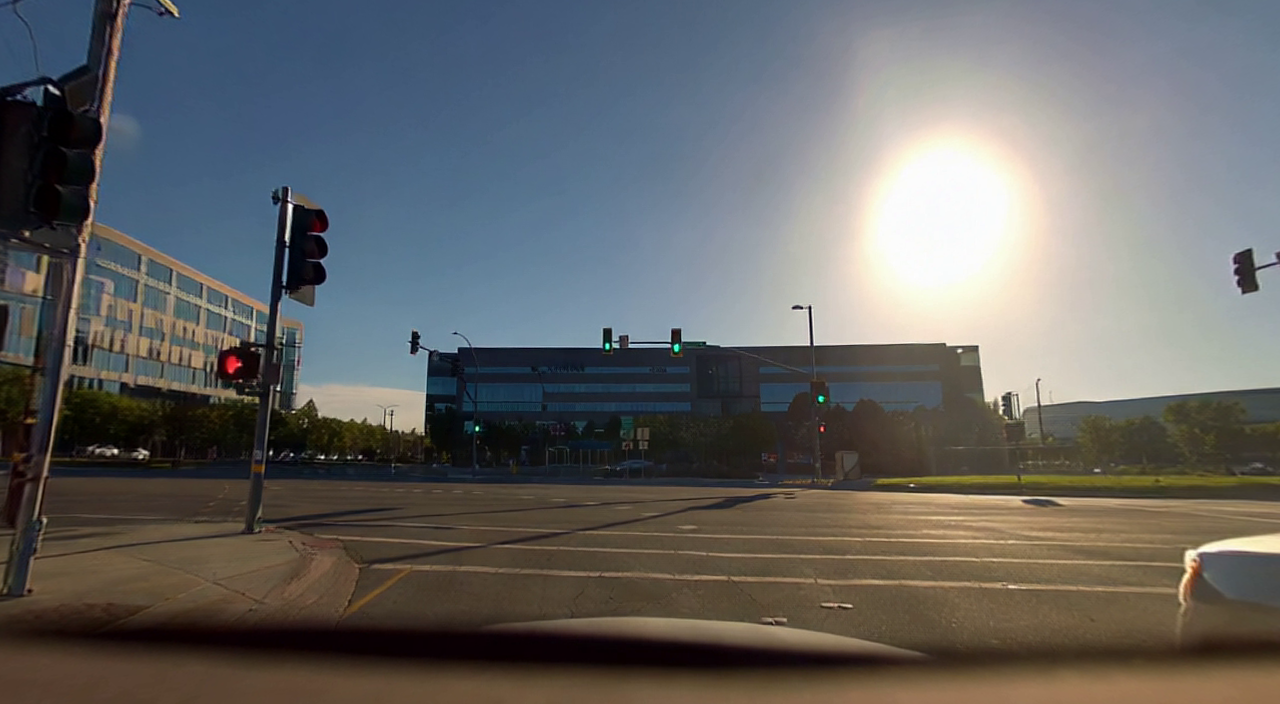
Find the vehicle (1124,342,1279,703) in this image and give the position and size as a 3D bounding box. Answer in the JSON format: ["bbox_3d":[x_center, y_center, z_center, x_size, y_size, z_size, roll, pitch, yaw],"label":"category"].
[{"bbox_3d":[3.062,0.571,0.588,1.938,1.648,4.211,-1,-8,2],"label":"vehicle"}]
